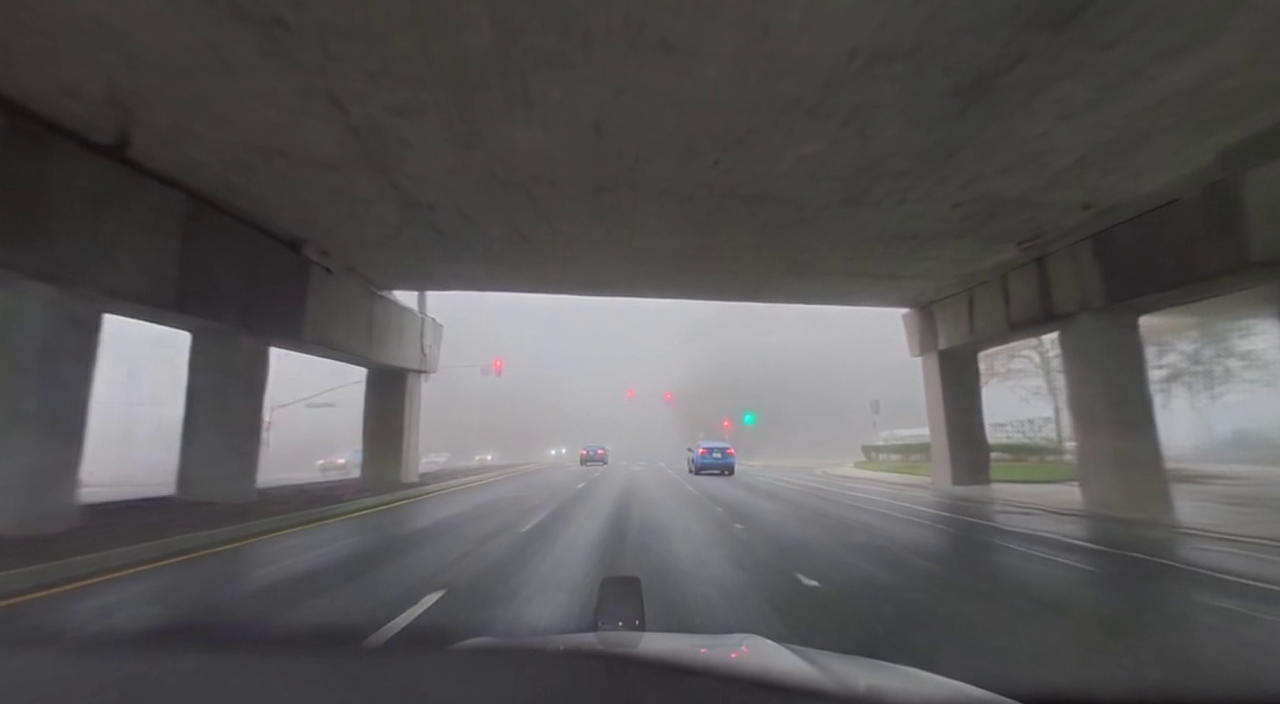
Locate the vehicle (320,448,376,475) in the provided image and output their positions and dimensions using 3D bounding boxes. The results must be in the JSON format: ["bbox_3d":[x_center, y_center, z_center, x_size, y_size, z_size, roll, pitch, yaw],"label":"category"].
[{"bbox_3d":[-20.522,7.700,44.555,1.918,1.790,4.081,0,-8,0],"label":"vehicle"}]

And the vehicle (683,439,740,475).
[{"bbox_3d":[3.249,4.875,29.581,2.068,1.497,4.247,0,-8,-2],"label":"vehicle"}]
